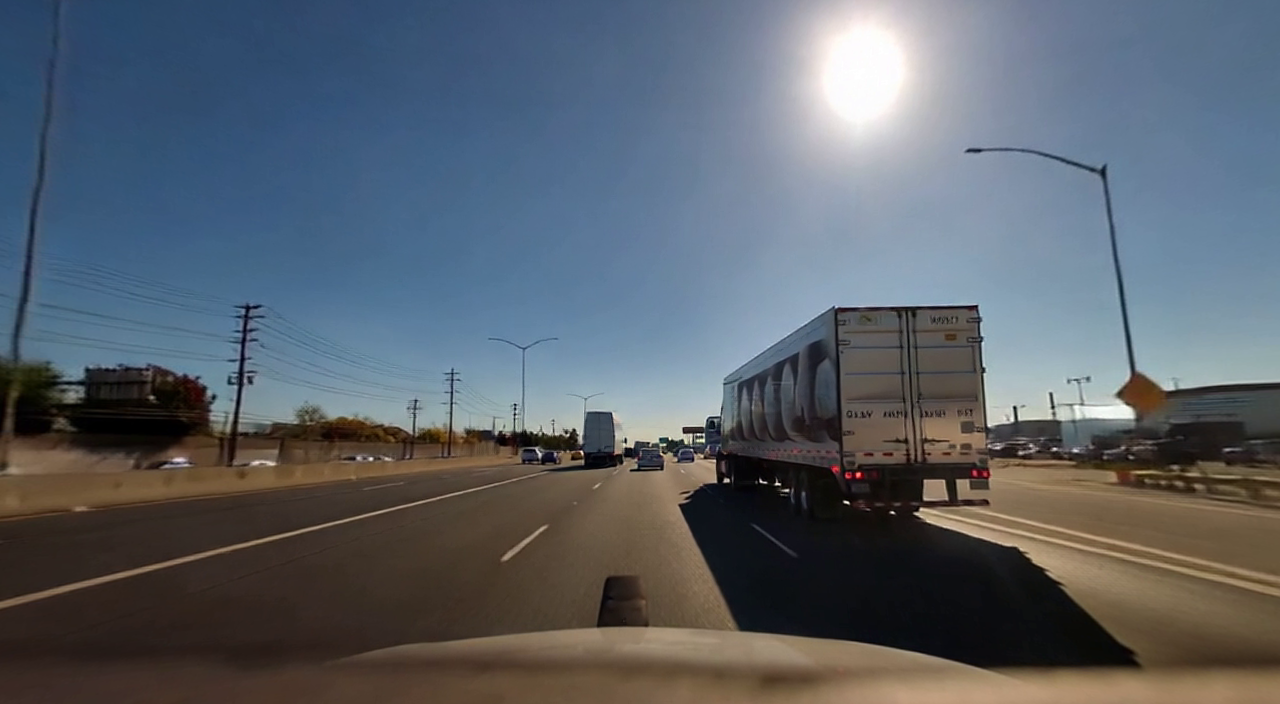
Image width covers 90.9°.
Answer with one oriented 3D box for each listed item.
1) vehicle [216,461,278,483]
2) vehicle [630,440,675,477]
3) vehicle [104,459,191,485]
[{"bbox_3d":[-30.640,9.365,49.339,1.840,1.461,4.694,0,-9,0],"label":"vehicle"},{"bbox_3d":[0.671,5.767,34.514,2.279,1.837,4.747,0,-9,0],"label":"vehicle"},{"bbox_3d":[-38.070,9.267,49.019,2.123,1.739,5.655,0,-9,1],"label":"vehicle"}]
